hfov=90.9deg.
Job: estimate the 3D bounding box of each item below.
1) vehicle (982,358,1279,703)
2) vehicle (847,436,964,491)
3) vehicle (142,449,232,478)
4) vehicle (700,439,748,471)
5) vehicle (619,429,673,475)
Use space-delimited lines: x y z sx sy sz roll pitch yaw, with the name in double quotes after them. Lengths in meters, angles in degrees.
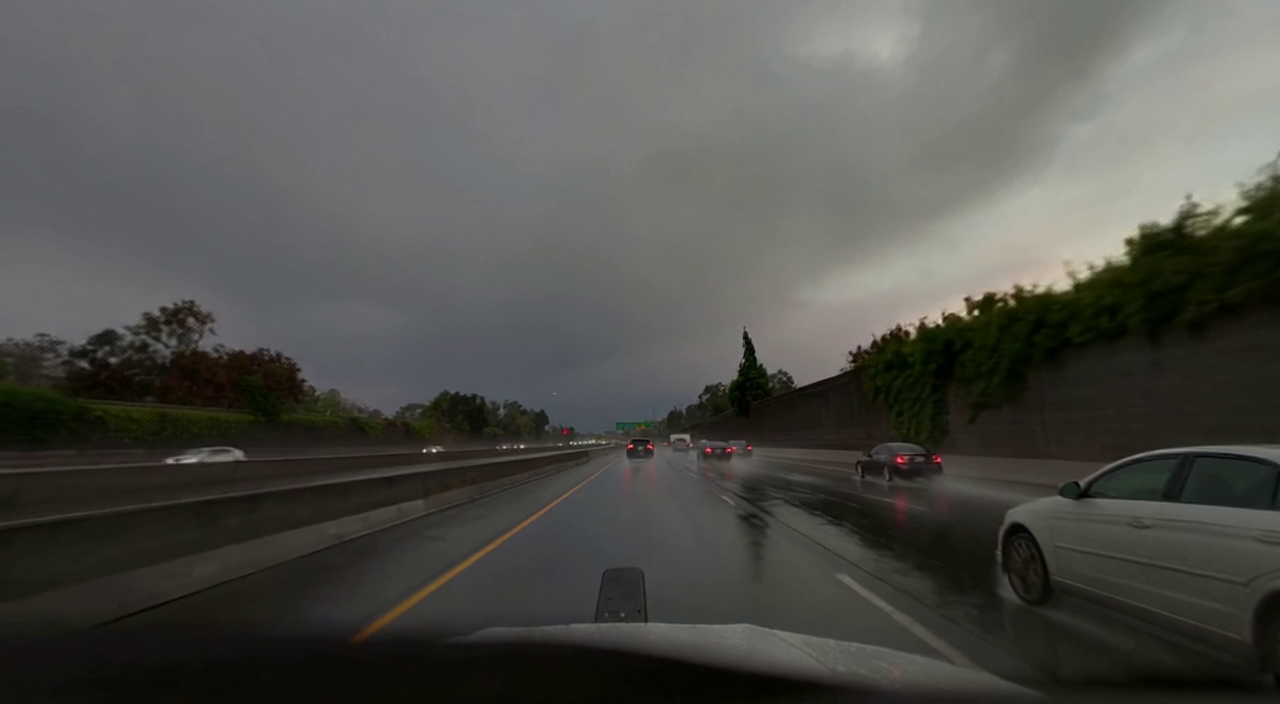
3.742 0.876 2.801 2.003 1.661 4.418 -1 -8 1 "vehicle"
8.090 3.404 19.676 1.810 1.516 4.183 0 -8 0 "vehicle"
-27.425 6.735 38.370 1.964 1.614 4.627 -1 -8 1 "vehicle"
4.201 5.213 32.142 1.825 1.487 4.034 0 -8 -1 "vehicle"
0.235 4.400 27.934 2.189 1.852 4.038 0 -8 0 "vehicle"
